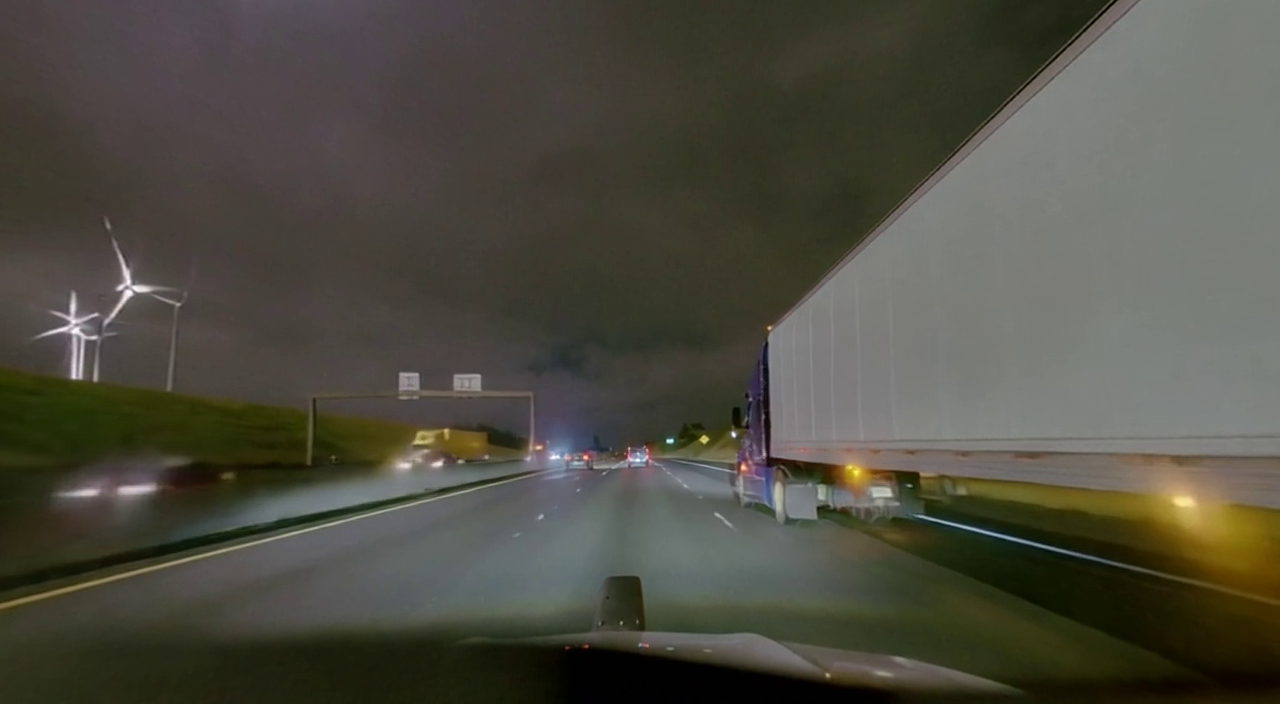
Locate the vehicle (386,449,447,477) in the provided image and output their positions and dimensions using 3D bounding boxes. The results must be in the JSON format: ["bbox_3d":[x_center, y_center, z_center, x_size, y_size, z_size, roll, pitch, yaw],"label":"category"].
[{"bbox_3d":[-11.666,5.788,33.136,1.874,1.392,3.624,0,-9,0],"label":"vehicle"}]

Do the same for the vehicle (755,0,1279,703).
[{"bbox_3d":[3.801,0.268,5.390,2.947,3.989,13.568,0,-9,-1],"label":"vehicle"}]

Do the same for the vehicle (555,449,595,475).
[{"bbox_3d":[-3.899,6.670,38.524,1.952,1.521,4.095,0,-9,1],"label":"vehicle"}]

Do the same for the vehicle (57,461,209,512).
[{"bbox_3d":[-15.644,4.129,19.733,1.734,1.372,3.610,0,-9,0],"label":"vehicle"}]

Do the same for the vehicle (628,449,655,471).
[{"bbox_3d":[0.077,7.776,45.621,1.931,1.453,3.695,0,-9,-1],"label":"vehicle"}]
